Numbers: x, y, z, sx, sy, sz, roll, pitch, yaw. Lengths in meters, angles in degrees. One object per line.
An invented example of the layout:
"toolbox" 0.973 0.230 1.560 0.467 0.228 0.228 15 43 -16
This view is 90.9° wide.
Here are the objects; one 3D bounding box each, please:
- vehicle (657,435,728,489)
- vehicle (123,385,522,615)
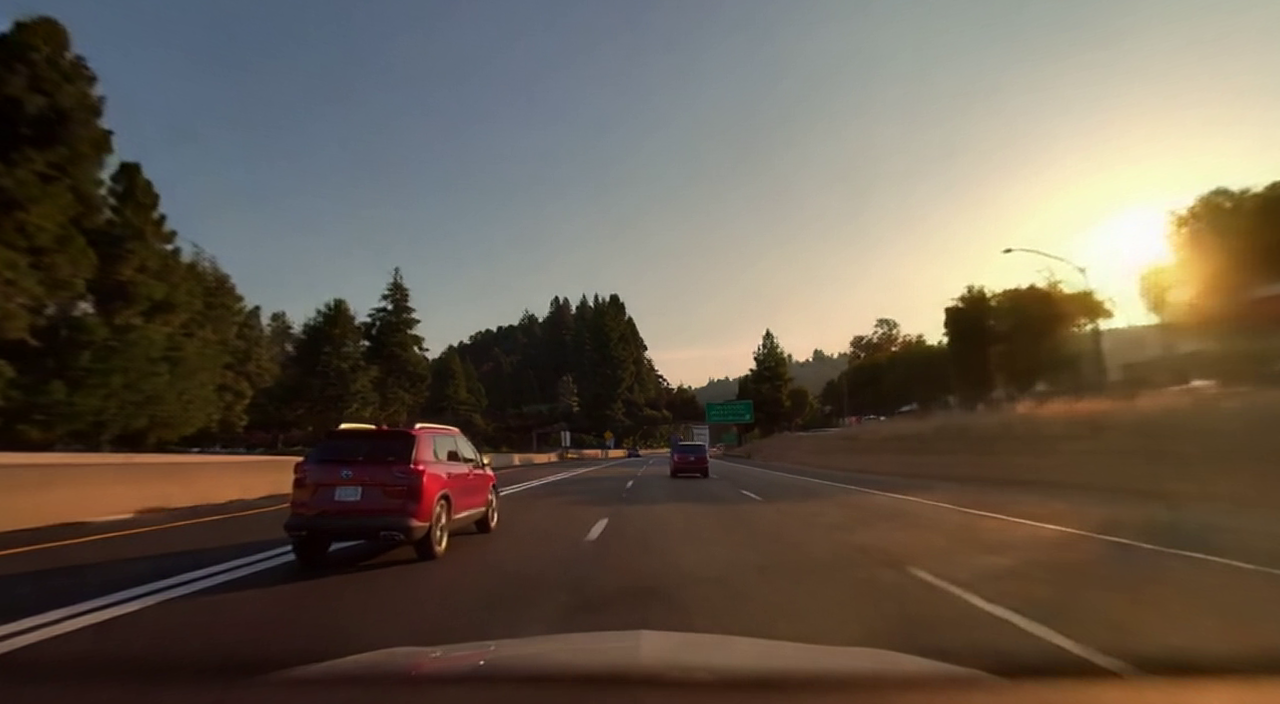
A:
"vehicle" 1.718 3.814 22.092 2.087 1.682 4.388 0 -9 0
"vehicle" -2.953 1.522 7.360 2.139 1.804 4.611 0 -9 1
